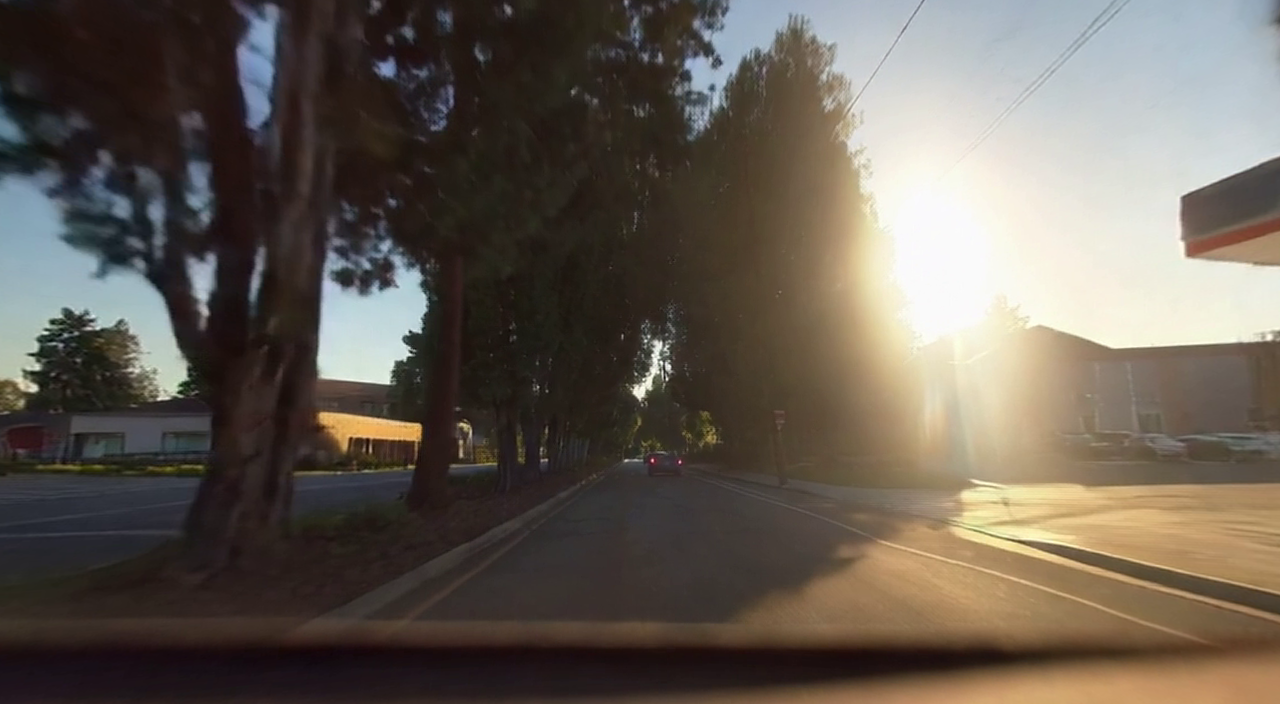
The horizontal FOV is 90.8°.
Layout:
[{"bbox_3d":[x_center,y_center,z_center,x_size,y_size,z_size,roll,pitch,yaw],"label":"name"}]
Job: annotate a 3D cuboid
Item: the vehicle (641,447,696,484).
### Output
[{"bbox_3d":[1.171,4.981,28.061,2.061,1.475,4.296,0,-8,-3],"label":"vehicle"}]
